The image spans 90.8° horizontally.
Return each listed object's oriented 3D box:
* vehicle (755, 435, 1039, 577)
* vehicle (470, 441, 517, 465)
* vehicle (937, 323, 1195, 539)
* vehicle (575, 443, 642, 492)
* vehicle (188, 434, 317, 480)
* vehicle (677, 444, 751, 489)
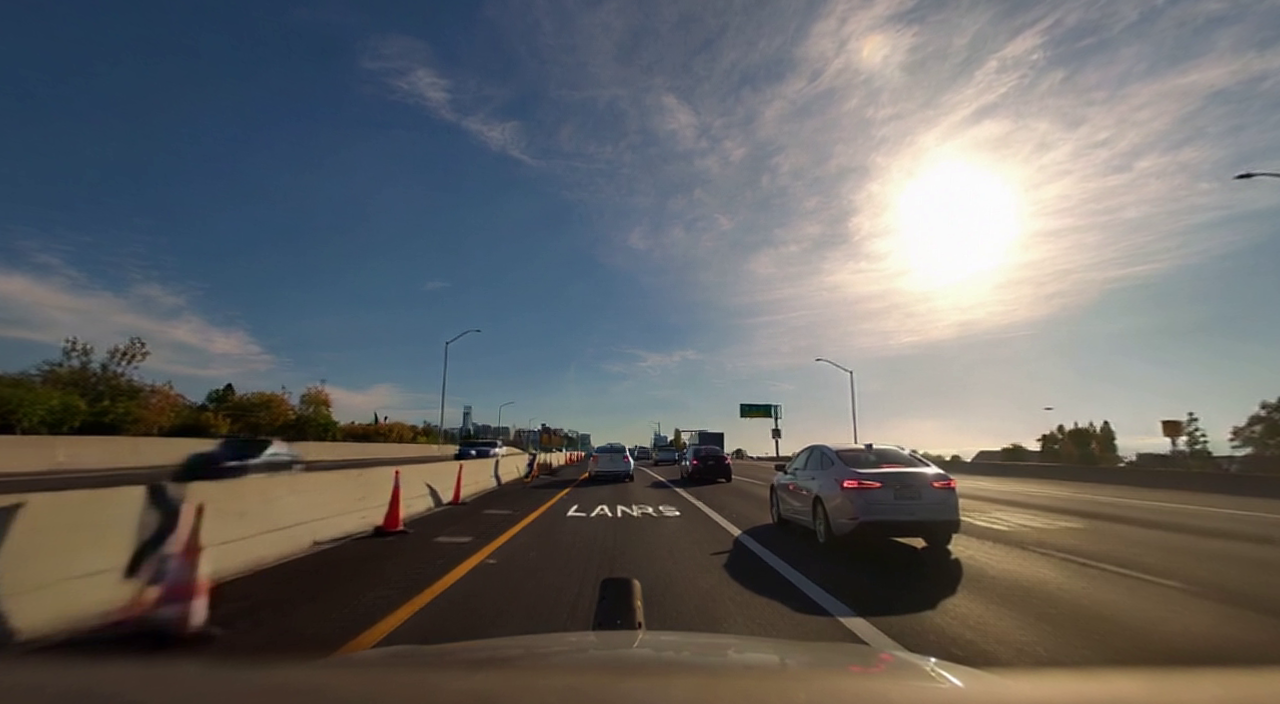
[{"bbox_3d":[3.095,1.942,8.807,1.996,1.455,4.281,0,-9,-2],"label":"vehicle"},{"bbox_3d":[-9.839,6.844,42.788,2.007,1.555,4.466,0,-9,1],"label":"vehicle"},{"bbox_3d":[7.672,1.493,11.927,2.575,3.519,2.984,0,-9,2],"label":"vehicle"},{"bbox_3d":[-1.012,3.892,21.598,2.069,1.470,4.004,0,-9,-1],"label":"vehicle"},{"bbox_3d":[-13.639,3.738,22.622,1.828,1.471,4.406,0,-9,0],"label":"vehicle"},{"bbox_3d":[2.607,4.172,23.379,2.042,1.460,4.451,0,-9,-3],"label":"vehicle"}]
